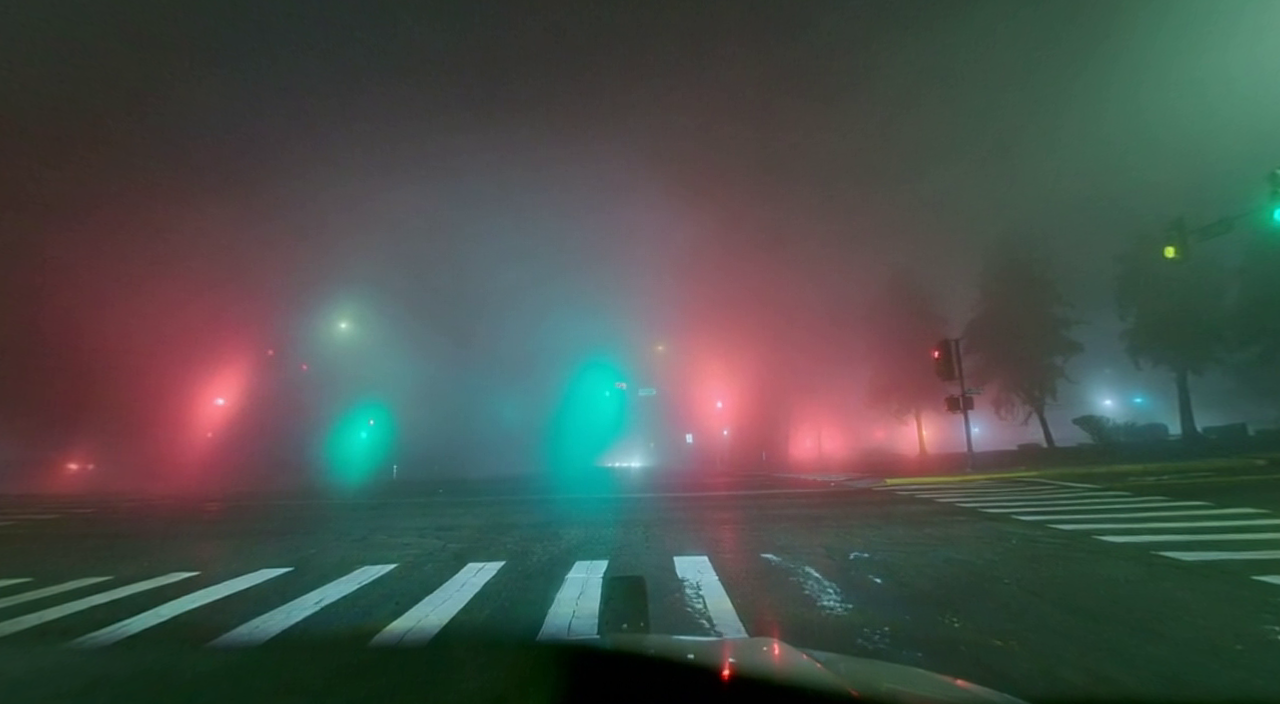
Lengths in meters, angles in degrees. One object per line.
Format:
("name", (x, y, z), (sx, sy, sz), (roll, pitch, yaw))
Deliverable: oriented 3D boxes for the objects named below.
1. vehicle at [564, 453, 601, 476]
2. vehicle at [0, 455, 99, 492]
("vehicle", (-4.467, 8.842, 49.837), (2.030, 1.704, 4.205), (-1, -8, 7))
("vehicle", (-33.374, 6.584, 34.319), (5.762, 1.886, 2.241), (0, -8, 2))
